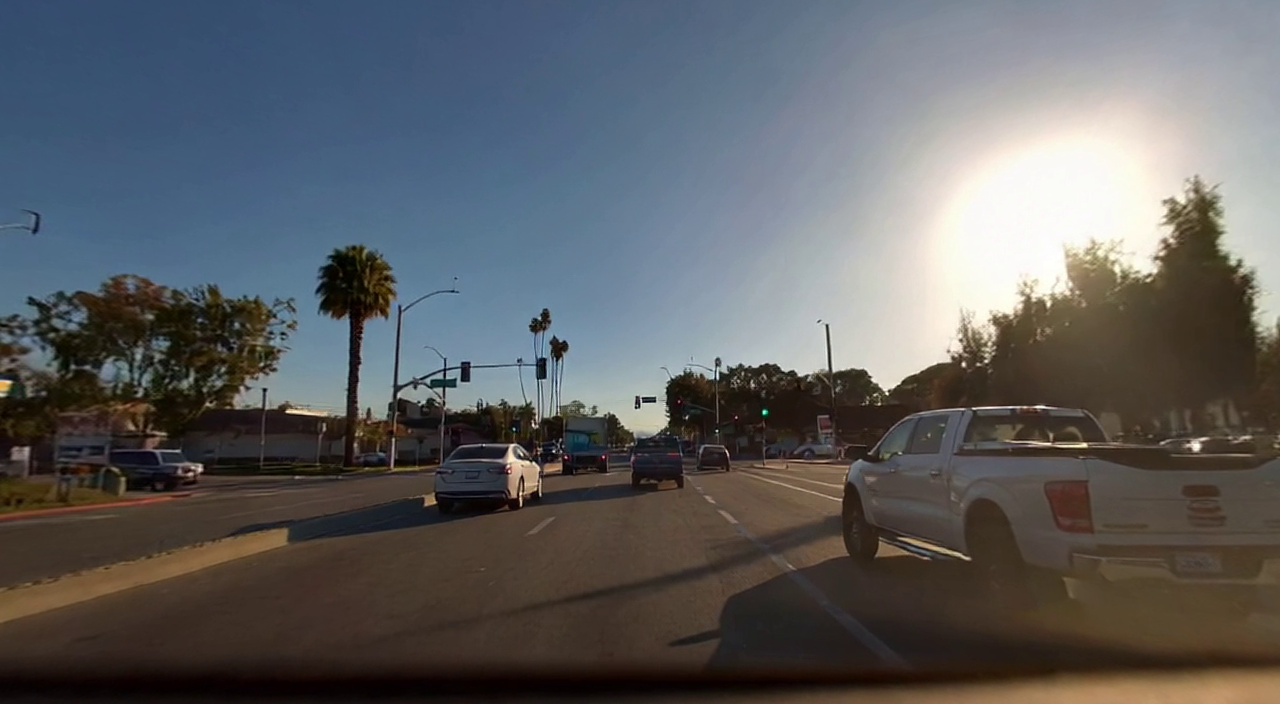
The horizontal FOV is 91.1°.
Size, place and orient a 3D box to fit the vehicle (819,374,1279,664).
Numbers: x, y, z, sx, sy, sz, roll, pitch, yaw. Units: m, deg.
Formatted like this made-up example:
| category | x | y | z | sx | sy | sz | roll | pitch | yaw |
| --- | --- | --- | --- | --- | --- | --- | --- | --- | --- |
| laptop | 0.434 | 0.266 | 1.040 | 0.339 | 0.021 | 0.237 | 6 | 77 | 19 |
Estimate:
| category | x | y | z | sx | sy | sz | roll | pitch | yaw |
| --- | --- | --- | --- | --- | --- | --- | --- | --- | --- |
| vehicle | 3.794 | 1.461 | 6.801 | 2.120 | 1.828 | 5.531 | 0 | -8 | 0 |

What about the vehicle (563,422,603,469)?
| category | x | y | z | sx | sy | sz | roll | pitch | yaw |
| --- | --- | --- | --- | --- | --- | --- | --- | --- | --- |
| vehicle | -3.667 | 6.199 | 41.574 | 2.393 | 2.865 | 5.466 | 0 | -8 | -3 |

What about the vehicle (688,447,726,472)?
| category | x | y | z | sx | sy | sz | roll | pitch | yaw |
| --- | --- | --- | --- | --- | --- | --- | --- | --- | --- |
| vehicle | 4.045 | 6.554 | 38.479 | 1.901 | 1.401 | 3.965 | 0 | -9 | 0 |

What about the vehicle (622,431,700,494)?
| category | x | y | z | sx | sy | sz | roll | pitch | yaw |
| --- | --- | --- | --- | --- | --- | --- | --- | --- | --- |
| vehicle | 0.663 | 3.653 | 21.223 | 2.295 | 1.835 | 5.471 | 0 | -9 | 1 |

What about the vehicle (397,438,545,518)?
| category | x | y | z | sx | sy | sz | roll | pitch | yaw |
| --- | --- | --- | --- | --- | --- | --- | --- | --- | --- |
| vehicle | -3.575 | 2.761 | 14.354 | 1.983 | 1.502 | 4.720 | 0 | -9 | 1 |

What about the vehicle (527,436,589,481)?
| category | x | y | z | sx | sy | sz | roll | pitch | yaw |
| --- | --- | --- | --- | --- | --- | --- | --- | --- | --- |
| vehicle | -3.583 | 4.739 | 28.265 | 2.071 | 1.811 | 4.605 | 0 | -8 | 1 |

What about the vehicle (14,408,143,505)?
| category | x | y | z | sx | sy | sz | roll | pitch | yaw |
| --- | --- | --- | --- | --- | --- | --- | --- | --- | --- |
| vehicle | -18.424 | 3.418 | 20.617 | 3.441 | 2.870 | 2.109 | -7 | -10 | 33 |
